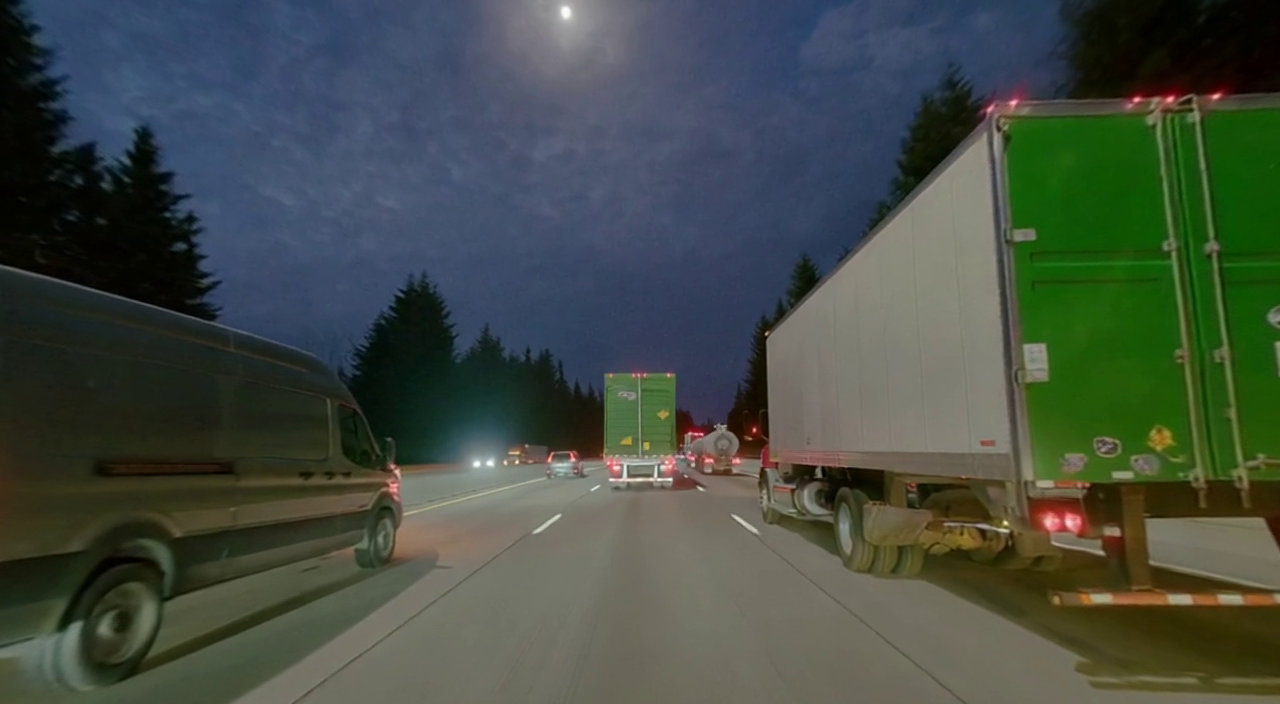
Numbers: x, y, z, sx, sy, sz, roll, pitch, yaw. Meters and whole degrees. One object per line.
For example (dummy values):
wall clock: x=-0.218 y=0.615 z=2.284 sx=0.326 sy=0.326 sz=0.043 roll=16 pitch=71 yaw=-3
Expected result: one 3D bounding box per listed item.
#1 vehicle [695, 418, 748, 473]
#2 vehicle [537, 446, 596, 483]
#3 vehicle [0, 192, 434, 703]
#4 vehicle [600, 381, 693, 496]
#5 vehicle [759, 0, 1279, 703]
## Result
vehicle: x=5.772 y=6.965 z=46.685 sx=2.706 sy=3.500 sz=11.483 roll=0 pitch=-9 yaw=2
vehicle: x=-3.502 y=5.474 z=30.986 sx=2.134 sy=1.652 sz=4.439 roll=0 pitch=-9 yaw=3
vehicle: x=-4.160 y=0.955 z=5.409 sx=2.525 sy=2.572 sz=6.260 roll=0 pitch=-9 yaw=1
vehicle: x=0.165 y=3.332 z=23.692 sx=2.773 sy=3.455 sz=9.118 roll=0 pitch=-9 yaw=0
vehicle: x=4.451 y=0.614 z=9.313 sx=3.139 sy=4.152 sz=11.915 roll=0 pitch=-9 yaw=0
